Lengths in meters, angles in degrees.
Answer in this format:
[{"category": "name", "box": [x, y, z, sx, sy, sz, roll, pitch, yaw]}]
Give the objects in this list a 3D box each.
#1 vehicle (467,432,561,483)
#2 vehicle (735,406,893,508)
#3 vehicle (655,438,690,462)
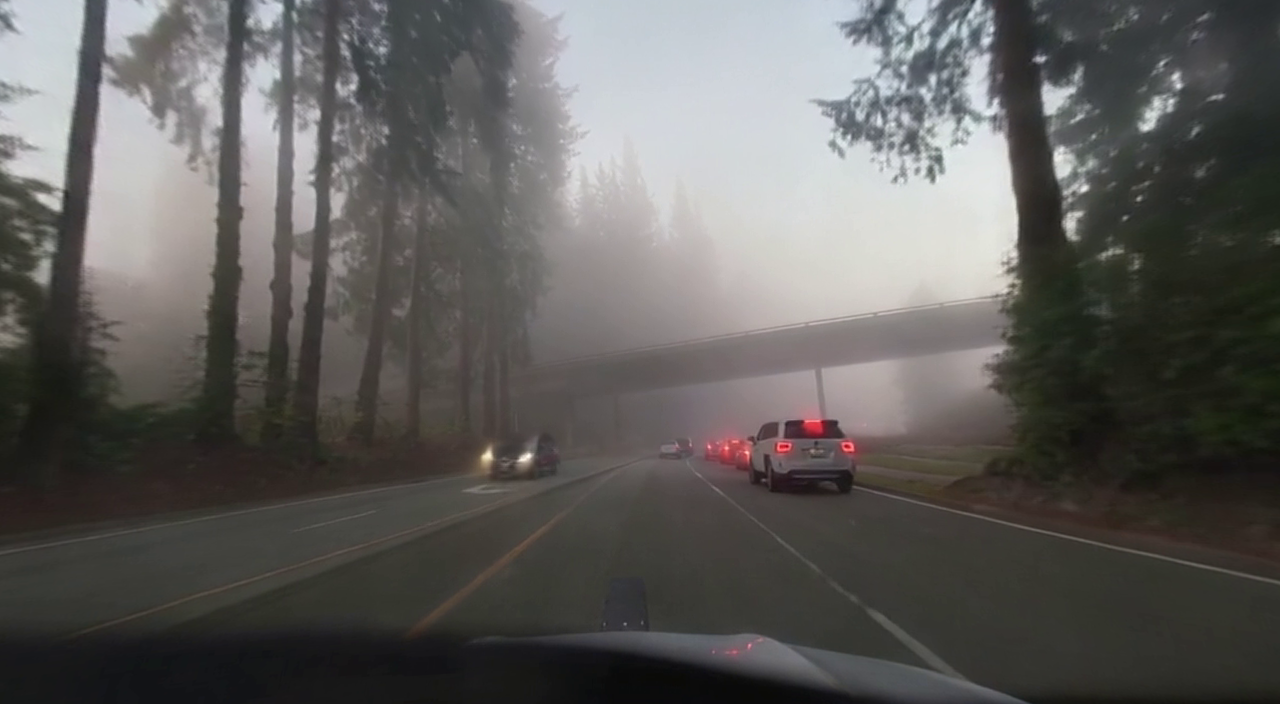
[{"category": "vehicle", "box": [-4.127, 3.532, 21.420, 2.009, 1.527, 4.119, -1, -8, 6]}, {"category": "vehicle", "box": [3.719, 2.372, 14.637, 2.273, 1.944, 4.866, 0, -8, 0]}, {"category": "vehicle", "box": [2.248, 6.543, 42.130, 2.078, 1.506, 4.058, -1, -8, 6]}]
